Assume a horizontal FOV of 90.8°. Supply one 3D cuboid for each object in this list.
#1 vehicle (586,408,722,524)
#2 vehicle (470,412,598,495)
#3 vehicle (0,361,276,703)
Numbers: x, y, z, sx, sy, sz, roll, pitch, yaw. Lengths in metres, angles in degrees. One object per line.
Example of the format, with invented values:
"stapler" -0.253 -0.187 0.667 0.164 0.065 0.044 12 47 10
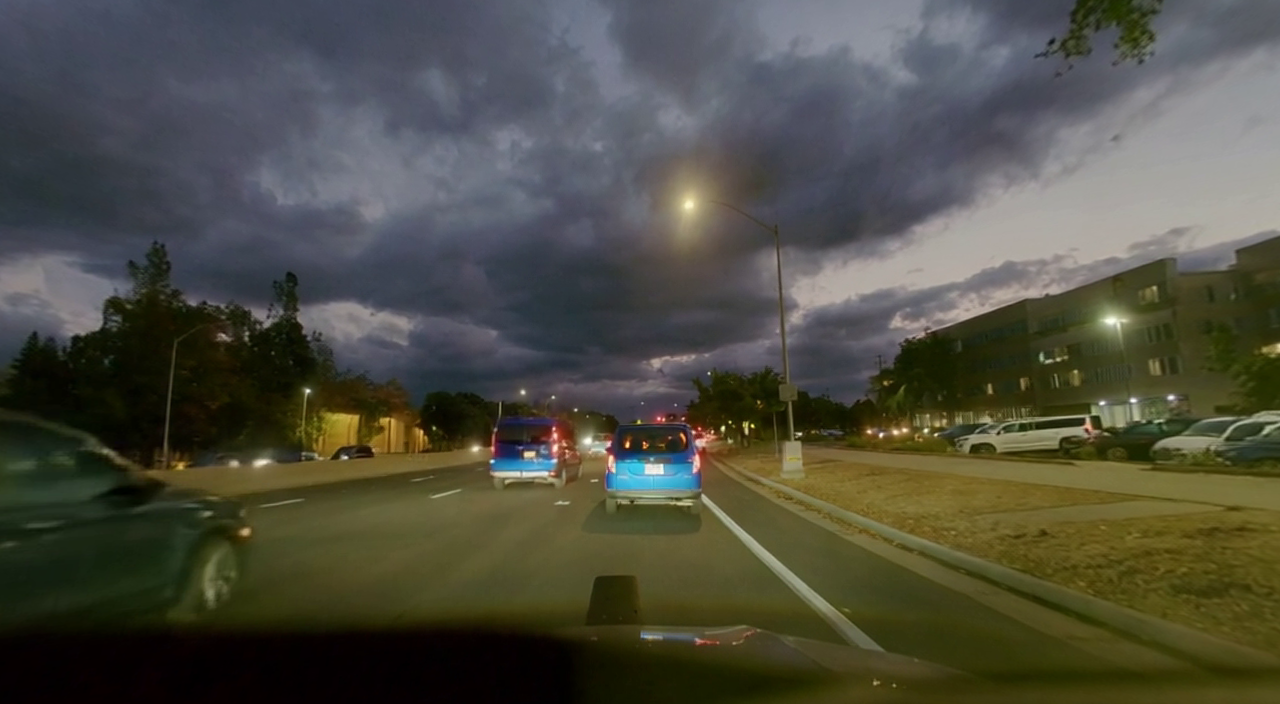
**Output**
"vehicle" 0.307 2.139 12.279 2.173 1.830 4.189 0 -9 2
"vehicle" -2.880 2.995 18.823 2.486 2.074 5.456 -1 -9 4
"vehicle" -3.937 0.881 2.647 2.116 1.714 4.757 0 -9 -2
